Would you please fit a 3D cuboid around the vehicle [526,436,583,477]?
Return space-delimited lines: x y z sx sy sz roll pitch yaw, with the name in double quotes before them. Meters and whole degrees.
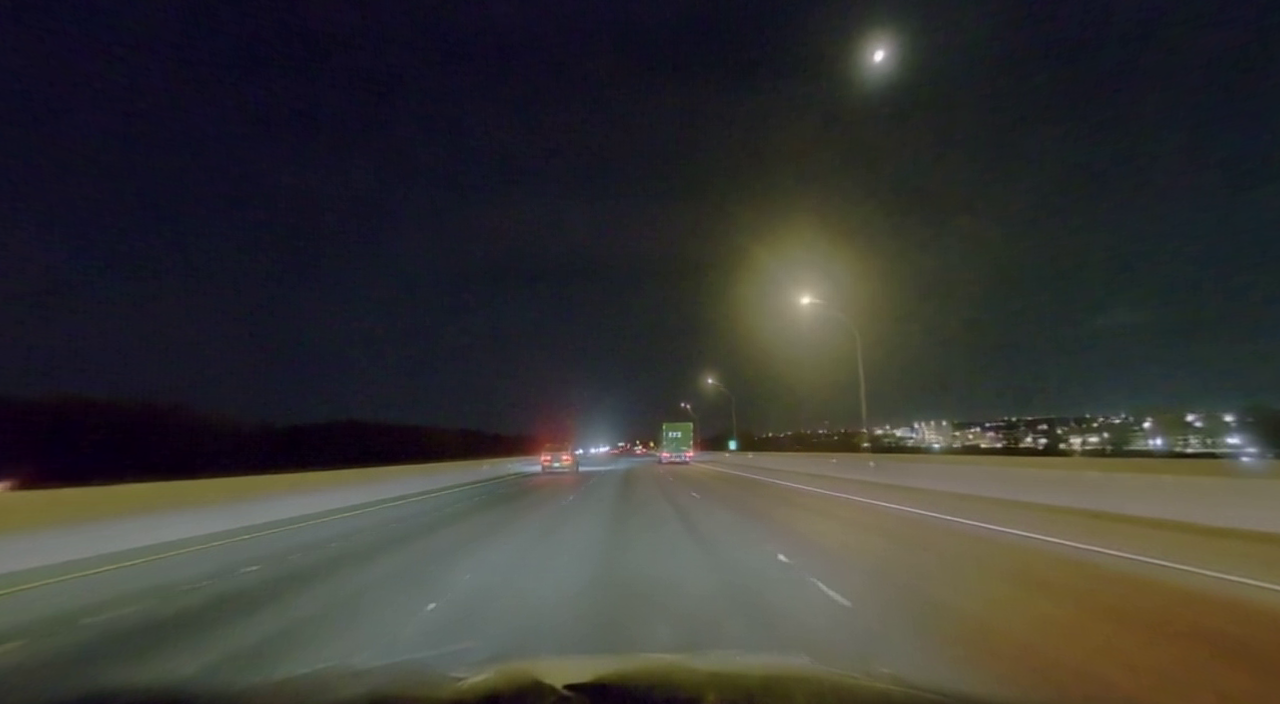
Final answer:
"vehicle" -4.137 5.155 31.173 2.173 1.857 4.800 0 -9 0
